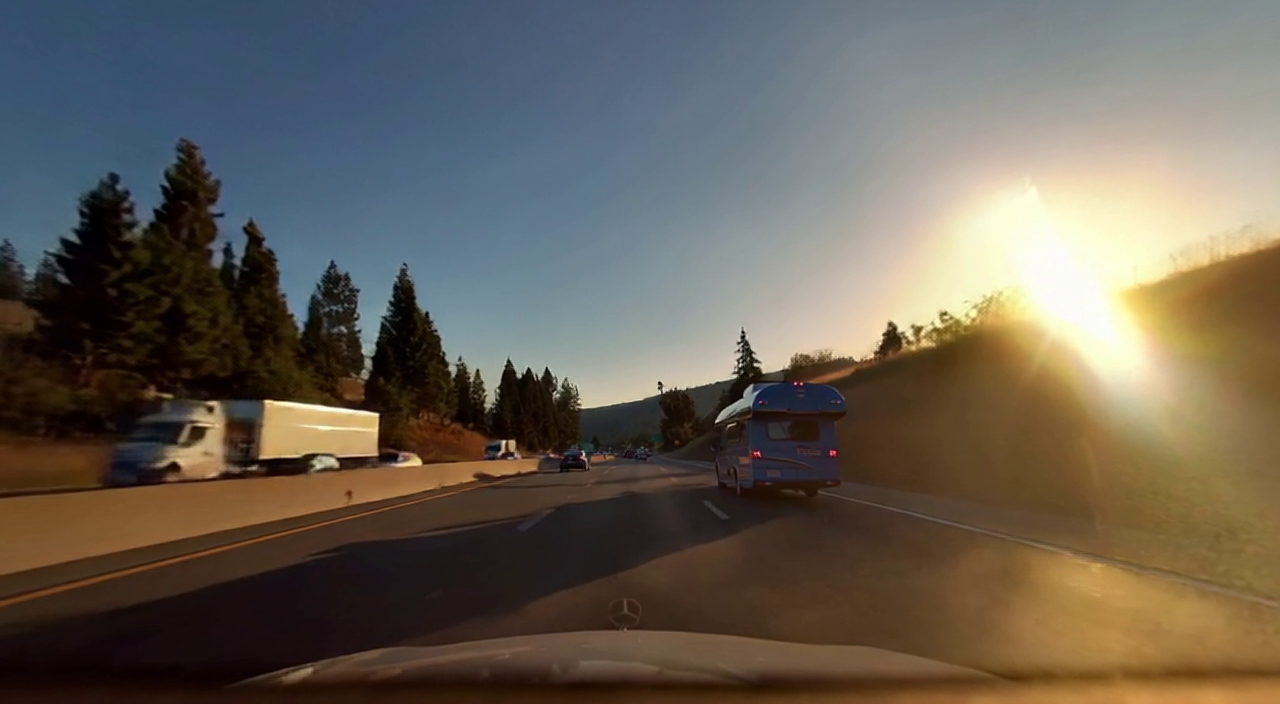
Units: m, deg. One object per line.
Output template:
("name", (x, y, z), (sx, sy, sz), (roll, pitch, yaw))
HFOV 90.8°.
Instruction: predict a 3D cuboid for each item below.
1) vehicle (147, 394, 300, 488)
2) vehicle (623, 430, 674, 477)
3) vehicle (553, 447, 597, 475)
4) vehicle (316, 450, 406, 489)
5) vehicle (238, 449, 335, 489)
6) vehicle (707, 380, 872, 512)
("vehicle", (-19.407, 4.247, 29.972), (2.988, 4.013, 5.863), (0, -9, 1))
("vehicle", (0.440, 5.449, 34.071), (2.524, 2.310, 4.986), (0, -9, 0))
("vehicle", (-3.650, 6.223, 36.230), (1.959, 1.502, 4.559), (0, -9, 1))
("vehicle", (-11.322, 4.771, 25.923), (1.813, 1.457, 3.906), (0, -9, 1))
("vehicle", (-15.166, 5.005, 27.330), (1.908, 1.598, 3.831), (0, -9, 1))
("vehicle", (3.683, 2.620, 17.631), (2.607, 2.910, 7.252), (0, -9, -2))
